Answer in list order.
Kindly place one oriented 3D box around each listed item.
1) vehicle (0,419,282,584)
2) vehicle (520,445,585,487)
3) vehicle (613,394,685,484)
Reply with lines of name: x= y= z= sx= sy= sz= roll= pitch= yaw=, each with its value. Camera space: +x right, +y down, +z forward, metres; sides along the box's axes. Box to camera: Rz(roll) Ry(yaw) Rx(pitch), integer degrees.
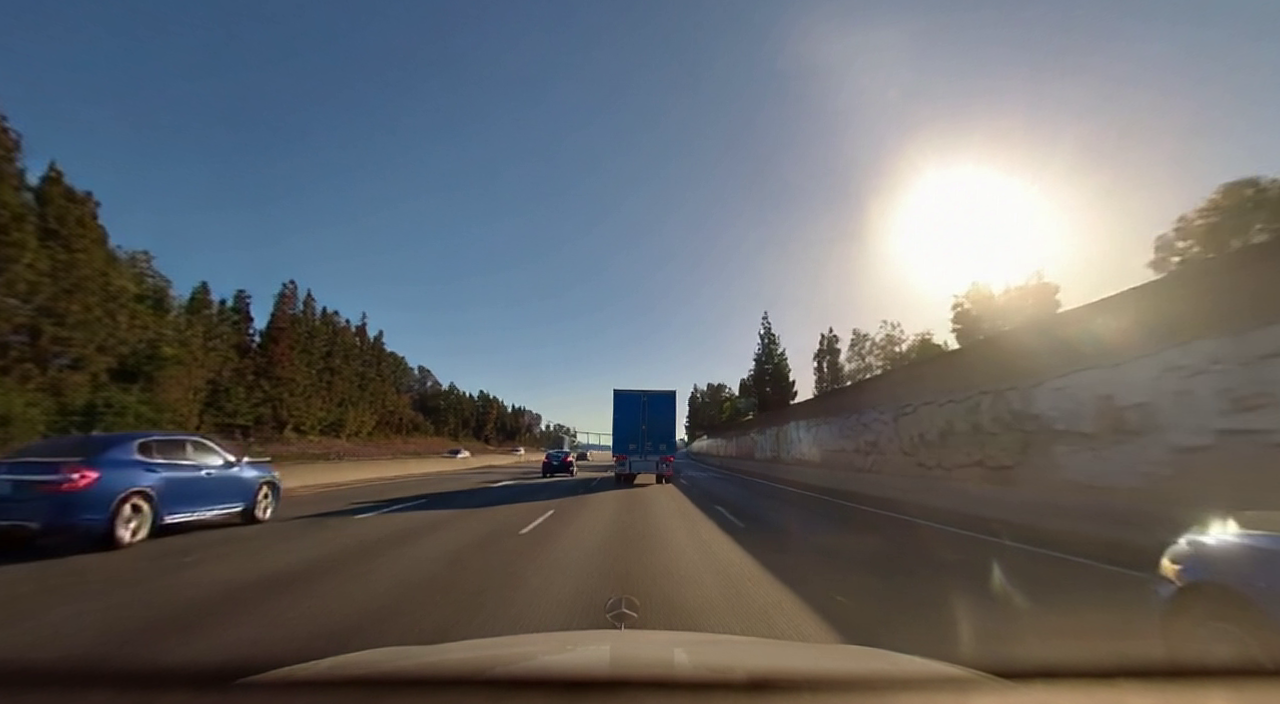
vehicle: x=-6.906 y=1.796 z=8.278 sx=2.005 sy=1.607 sz=4.042 roll=0 pitch=-9 yaw=0
vehicle: x=-3.411 y=4.558 z=25.416 sx=2.020 sy=1.505 sz=4.171 roll=0 pitch=-9 yaw=0
vehicle: x=0.295 y=4.306 z=30.608 sx=2.915 sy=3.661 sz=9.741 roll=0 pitch=-9 yaw=-1
